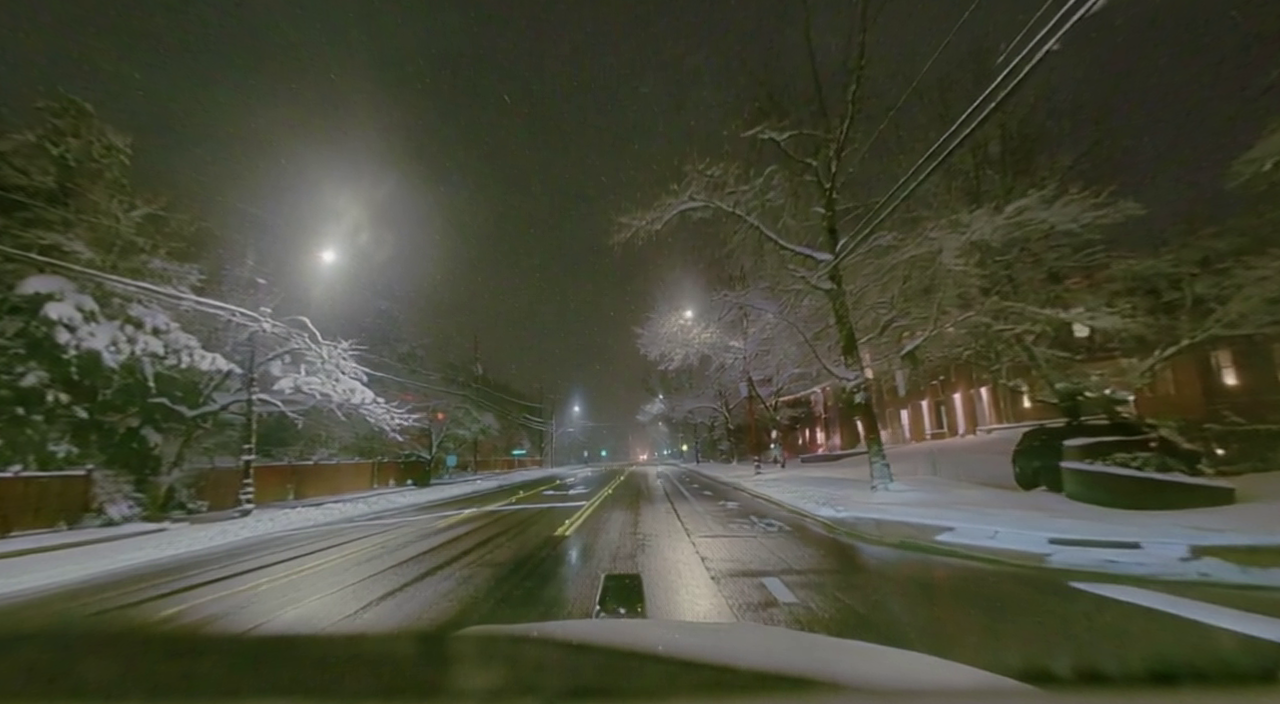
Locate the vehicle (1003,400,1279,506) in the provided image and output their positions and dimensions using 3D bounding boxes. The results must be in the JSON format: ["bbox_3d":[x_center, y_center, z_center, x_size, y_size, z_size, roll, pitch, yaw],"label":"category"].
[{"bbox_3d":[10.971,2.158,13.589,2.187,1.786,5.323,3,-9,-16],"label":"vehicle"}]
